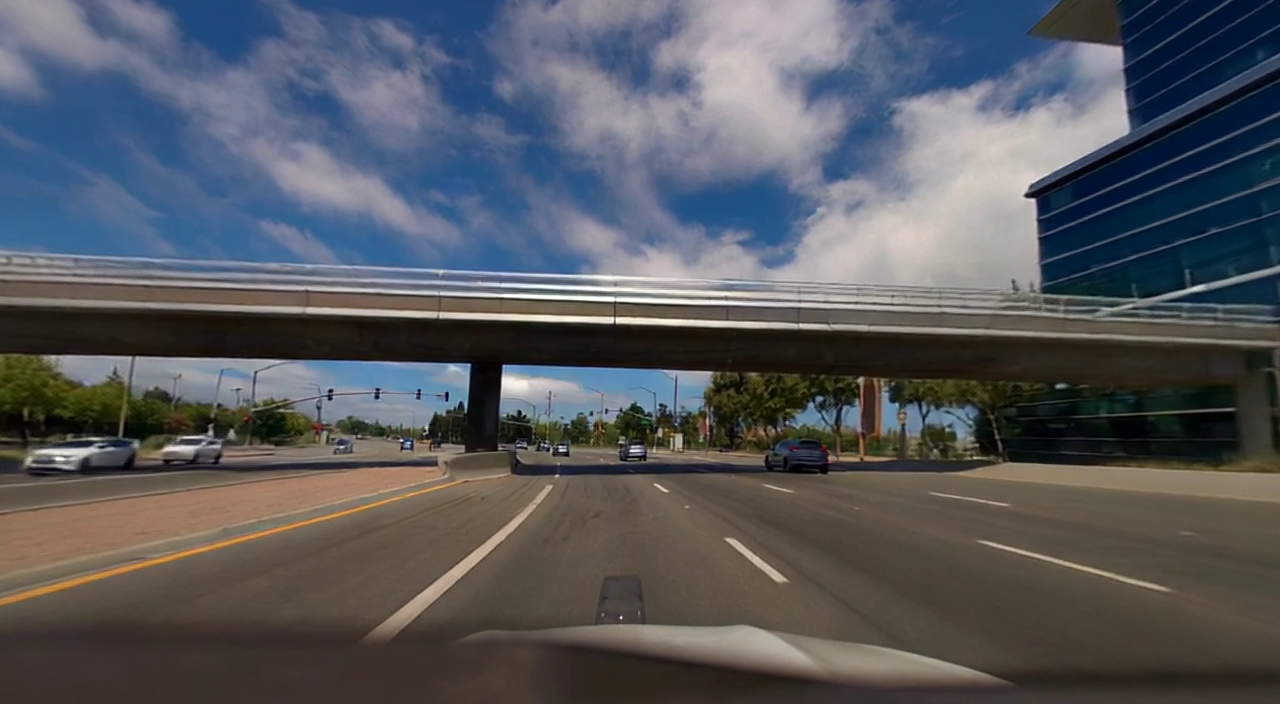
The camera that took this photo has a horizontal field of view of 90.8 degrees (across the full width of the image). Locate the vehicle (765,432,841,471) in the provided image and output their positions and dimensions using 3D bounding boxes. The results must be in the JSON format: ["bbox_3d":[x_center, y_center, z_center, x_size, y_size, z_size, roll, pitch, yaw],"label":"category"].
[{"bbox_3d":[7.886,4.886,31.174,2.130,1.741,4.665,1,-8,-5],"label":"vehicle"}]

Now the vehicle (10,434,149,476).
[{"bbox_3d":[-22.142,4.070,25.236,1.910,1.510,4.324,1,-8,-6],"label":"vehicle"}]

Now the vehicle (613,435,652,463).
[{"bbox_3d":[-0.547,6.406,41.794,2.024,1.724,3.928,1,-9,-10],"label":"vehicle"}]

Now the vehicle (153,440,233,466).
[{"bbox_3d":[-26.918,6.058,38.227,1.882,1.453,4.577,1,-8,-6],"label":"vehicle"}]
